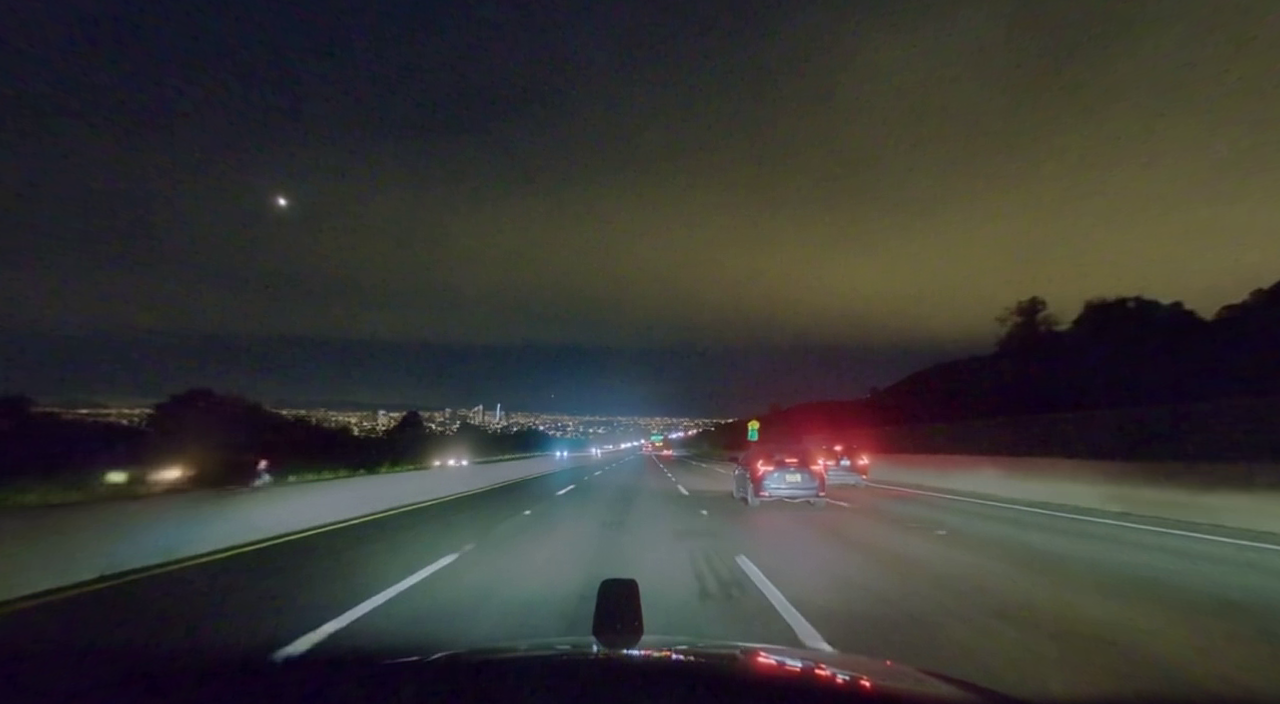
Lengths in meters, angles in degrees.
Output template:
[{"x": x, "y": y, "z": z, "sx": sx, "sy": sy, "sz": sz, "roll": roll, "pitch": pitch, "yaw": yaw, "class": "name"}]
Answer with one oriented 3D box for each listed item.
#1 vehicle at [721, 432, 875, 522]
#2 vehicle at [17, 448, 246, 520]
[{"x": 3.031, "y": 2.506, "z": 13.290, "sx": 1.982, "sy": 1.533, "sz": 4.612, "roll": 0, "pitch": -8, "yaw": -1, "class": "vehicle"}, {"x": -13.696, "y": 3.524, "z": 17.548, "sx": 2.161, "sy": 1.666, "sz": 4.887, "roll": 0, "pitch": -8, "yaw": 2, "class": "vehicle"}]
